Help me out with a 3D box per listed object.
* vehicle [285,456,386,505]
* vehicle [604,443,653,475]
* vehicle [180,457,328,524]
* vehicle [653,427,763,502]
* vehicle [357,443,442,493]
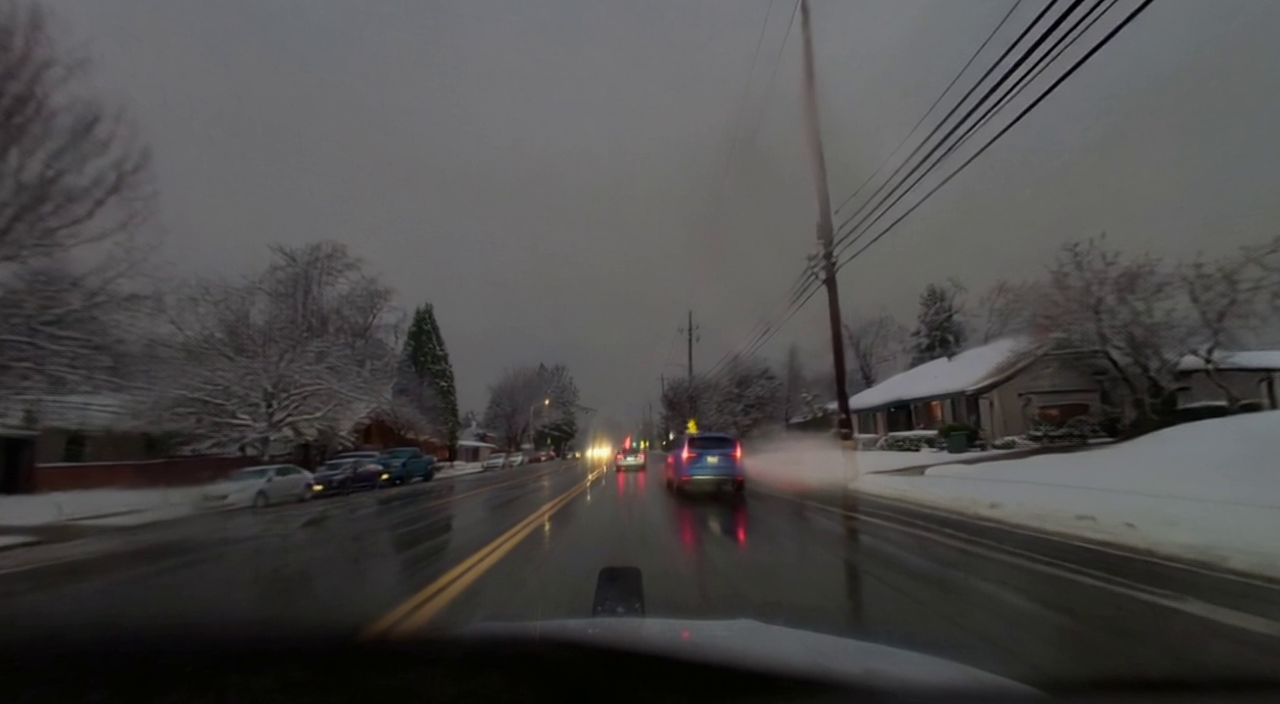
[{"bbox_3d":[-12.283,5.179,25.856,1.897,1.498,4.628,-5,-8,-1],"label":"vehicle"},{"bbox_3d":[-0.555,5.201,30.940,2.196,1.449,4.006,0,-8,-1],"label":"vehicle"},{"bbox_3d":[-12.249,4.368,20.456,2.044,1.534,4.554,-6,-8,-3],"label":"vehicle"},{"bbox_3d":[1.664,3.016,17.425,2.200,1.763,4.676,0,-8,-4],"label":"vehicle"},{"bbox_3d":[-12.287,5.883,32.712,2.504,2.031,5.237,-7,-8,-4],"label":"vehicle"}]
